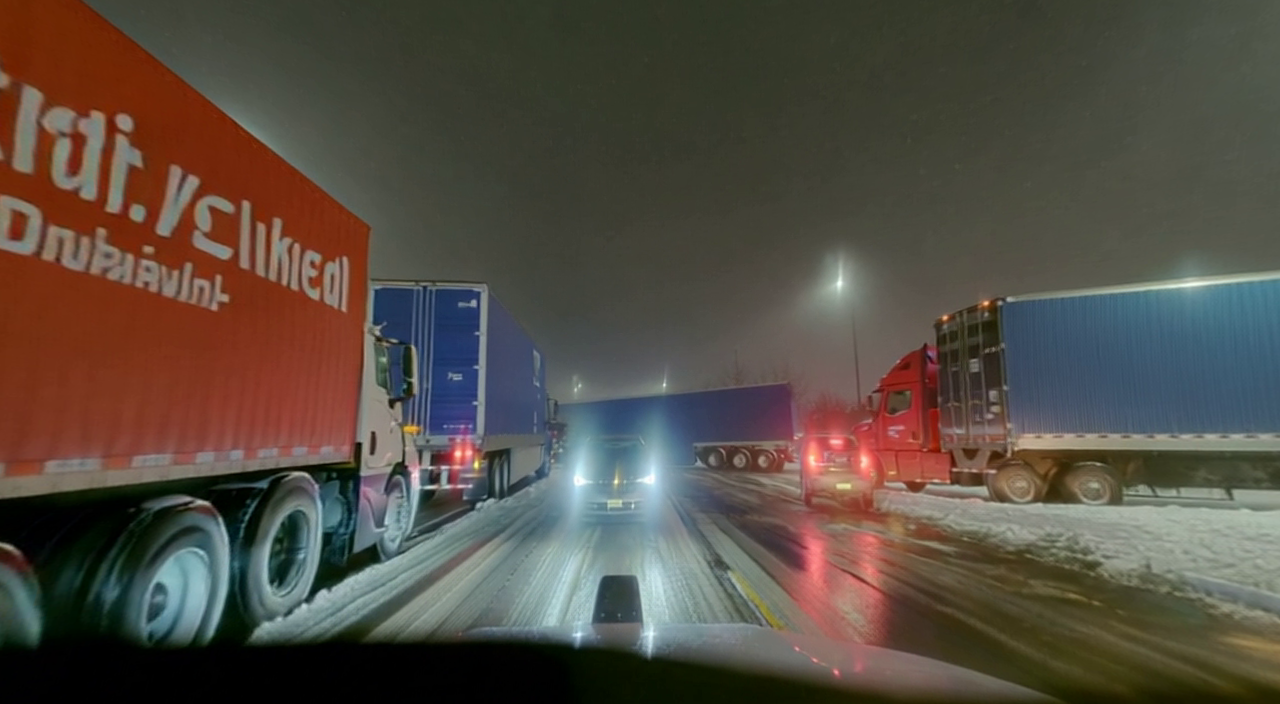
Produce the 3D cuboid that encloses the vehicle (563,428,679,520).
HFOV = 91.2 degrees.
[{"bbox_3d":[-0.369,2.566,13.628,2.140,1.682,3.971,0,-9,0],"label":"vehicle"}]

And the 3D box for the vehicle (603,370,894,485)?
[{"bbox_3d":[3.924,3.565,28.968,2.877,4.124,14.516,3,-8,-41],"label":"vehicle"}]

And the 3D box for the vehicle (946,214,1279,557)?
[{"bbox_3d":[11.148,0.181,6.686,13.564,4.152,3.110,-9,-12,42],"label":"vehicle"}]

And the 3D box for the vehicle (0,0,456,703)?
[{"bbox_3d":[-3.986,0.362,4.048,2.986,3.391,9.523,0,-9,-2],"label":"vehicle"}]
